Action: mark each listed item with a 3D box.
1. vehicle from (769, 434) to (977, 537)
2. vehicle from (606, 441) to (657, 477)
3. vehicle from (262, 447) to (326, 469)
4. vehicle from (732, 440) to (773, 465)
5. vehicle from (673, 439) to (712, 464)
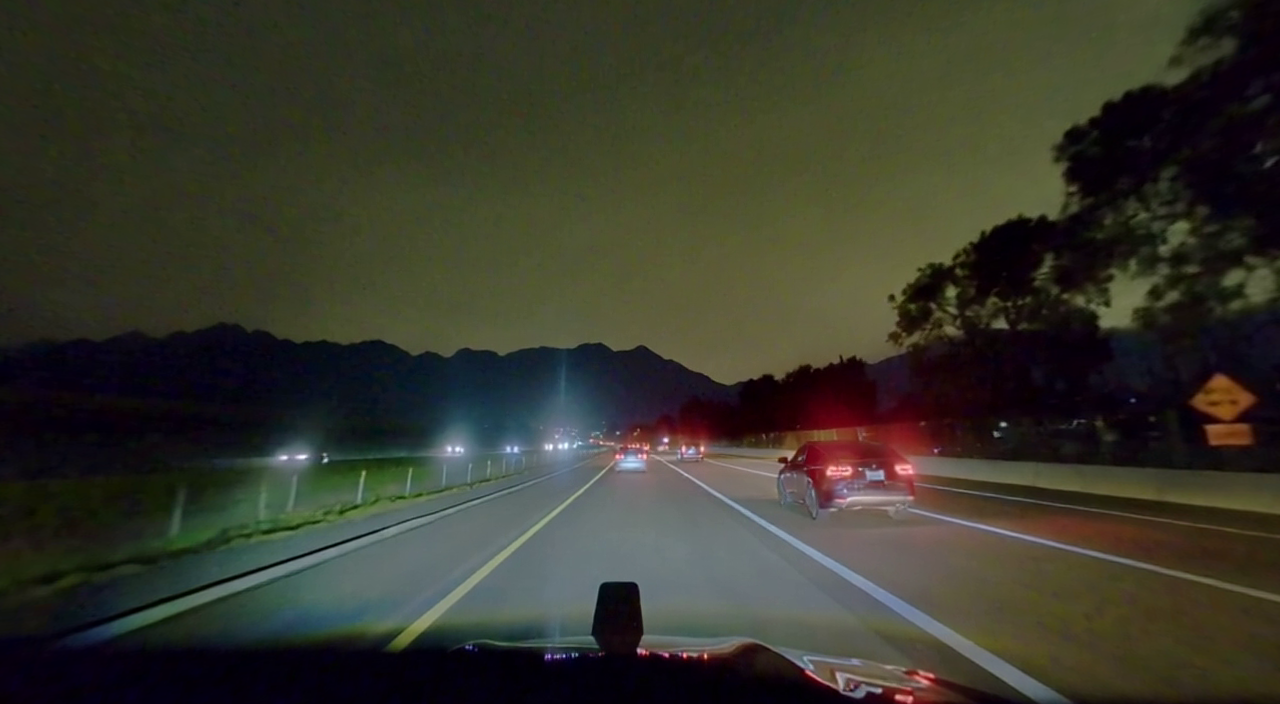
[{"bbox_3d":[3.734,2.212,11.055,1.957,1.447,4.241,0,-9,-1],"label":"vehicle"},{"bbox_3d":[-0.359,4.663,27.573,2.085,1.449,3.860,0,-9,0],"label":"vehicle"},{"bbox_3d":[-24.532,7.518,44.863,2.008,1.459,4.528,0,-9,0],"label":"vehicle"},{"bbox_3d":[7.719,6.936,43.577,1.996,1.637,3.990,0,-9,-1],"label":"vehicle"},{"bbox_3d":[3.780,7.317,46.201,2.436,1.704,4.694,0,-9,0],"label":"vehicle"}]
